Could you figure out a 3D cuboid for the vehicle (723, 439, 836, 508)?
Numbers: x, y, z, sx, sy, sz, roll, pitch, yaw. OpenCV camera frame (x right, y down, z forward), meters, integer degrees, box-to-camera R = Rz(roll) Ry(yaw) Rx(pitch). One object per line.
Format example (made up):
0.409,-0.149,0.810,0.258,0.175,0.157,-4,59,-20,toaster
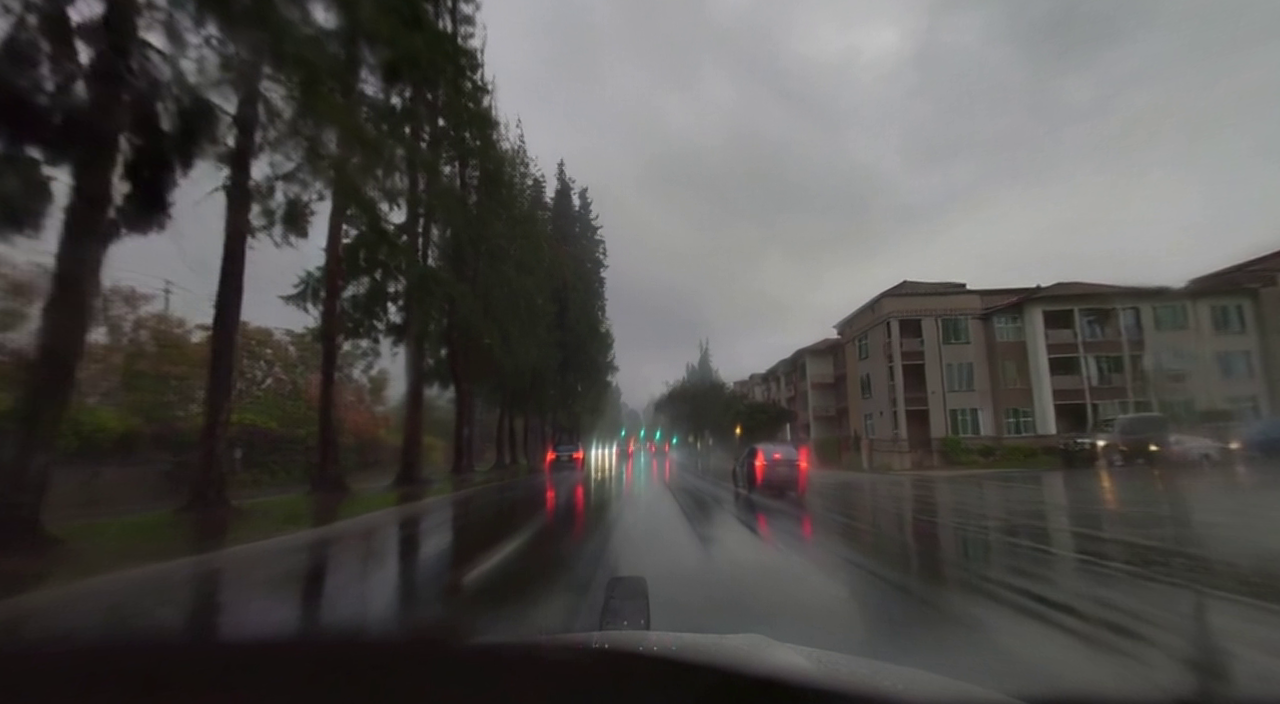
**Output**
3.430,3.061,16.389,1.945,1.530,4.320,0,-9,0,vehicle

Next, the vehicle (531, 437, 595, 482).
-3.356,4.817,28.418,2.216,1.828,4.886,0,-9,1,vehicle
